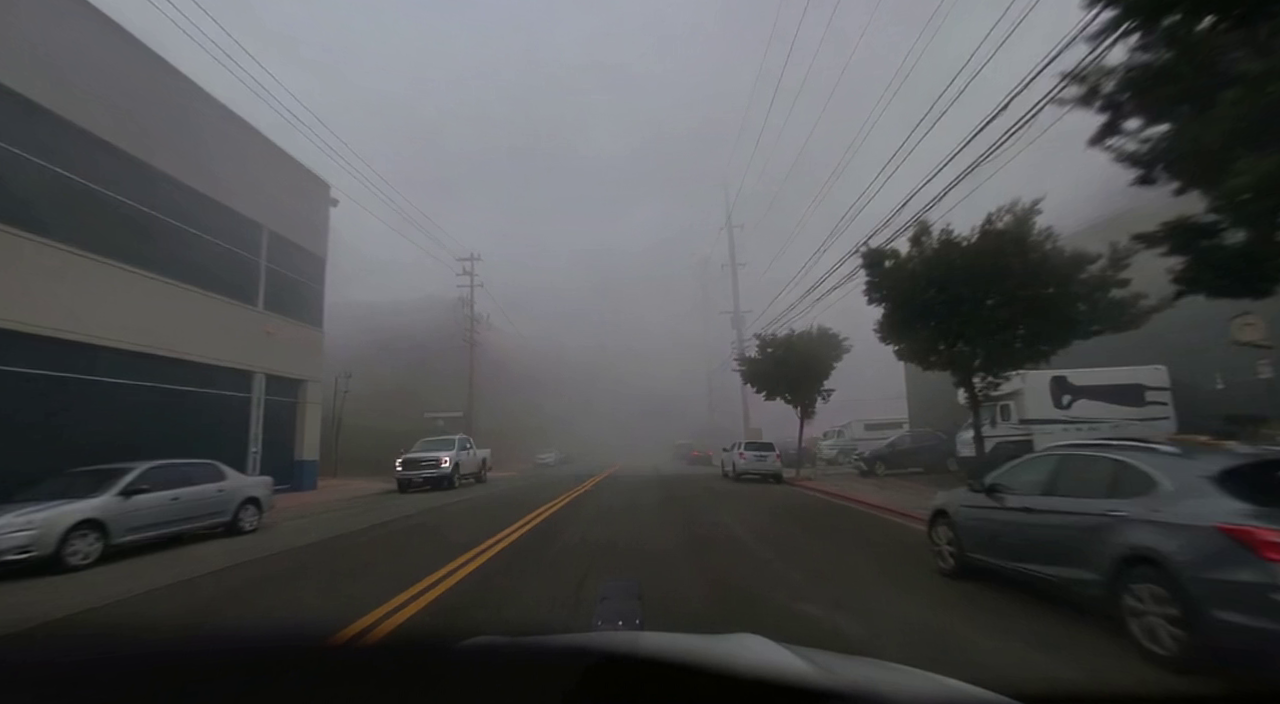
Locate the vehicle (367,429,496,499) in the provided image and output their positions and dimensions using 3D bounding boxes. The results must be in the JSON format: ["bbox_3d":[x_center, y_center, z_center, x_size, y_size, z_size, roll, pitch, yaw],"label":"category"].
[{"bbox_3d":[-7.578,4.104,24.004,2.692,2.152,6.686,-2,-8,0],"label":"vehicle"}]

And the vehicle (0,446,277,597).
[{"bbox_3d":[-7.493,2.167,8.996,1.905,1.488,4.674,-3,-8,0],"label":"vehicle"}]

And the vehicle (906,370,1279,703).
[{"bbox_3d":[4.119,1.272,5.396,1.944,1.801,3.874,0,-8,-1],"label":"vehicle"}]

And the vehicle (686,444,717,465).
[{"bbox_3d":[4.552,7.687,47.454,1.919,1.453,4.425,0,-8,0],"label":"vehicle"}]

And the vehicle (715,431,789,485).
[{"bbox_3d":[4.298,4.140,25.035,2.087,1.892,4.579,0,-8,0],"label":"vehicle"}]
